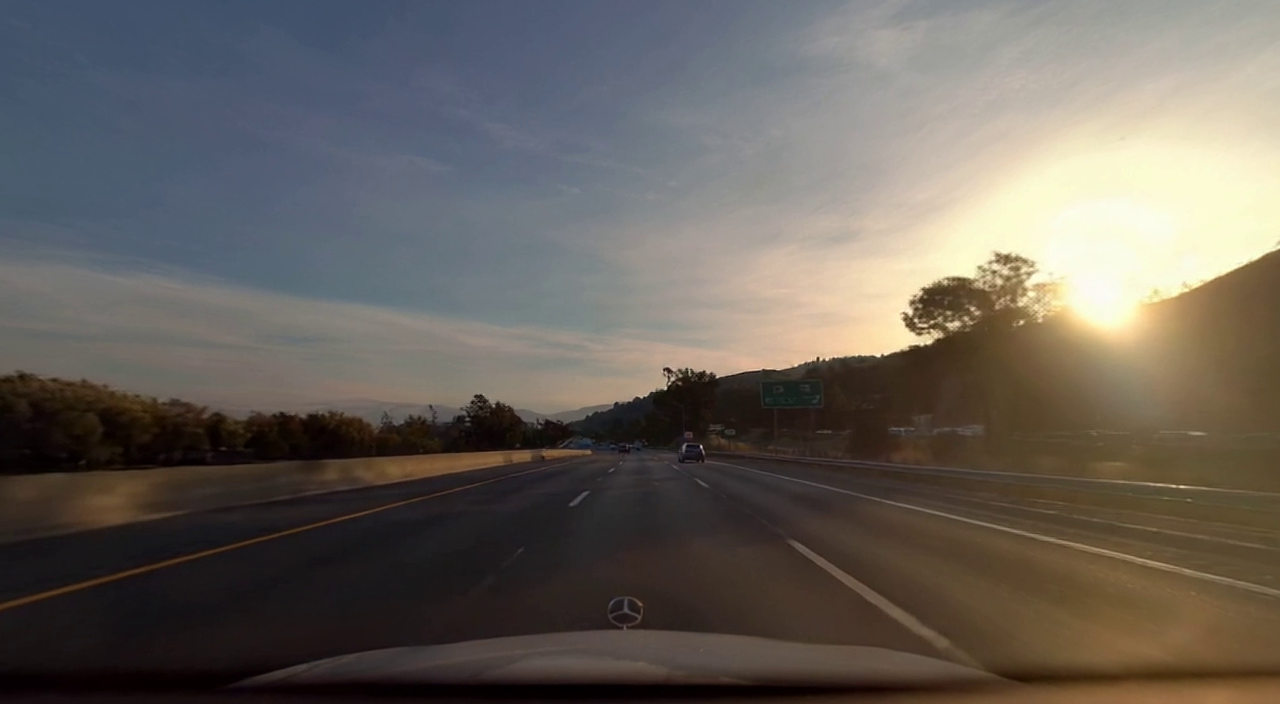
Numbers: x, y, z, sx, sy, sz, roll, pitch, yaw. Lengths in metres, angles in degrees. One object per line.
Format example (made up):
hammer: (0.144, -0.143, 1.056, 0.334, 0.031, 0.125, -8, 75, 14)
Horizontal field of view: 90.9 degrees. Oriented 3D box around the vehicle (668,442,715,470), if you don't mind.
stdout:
vehicle: (2.840, 5.827, 35.546, 2.193, 1.462, 4.533, 0, -8, -1)
